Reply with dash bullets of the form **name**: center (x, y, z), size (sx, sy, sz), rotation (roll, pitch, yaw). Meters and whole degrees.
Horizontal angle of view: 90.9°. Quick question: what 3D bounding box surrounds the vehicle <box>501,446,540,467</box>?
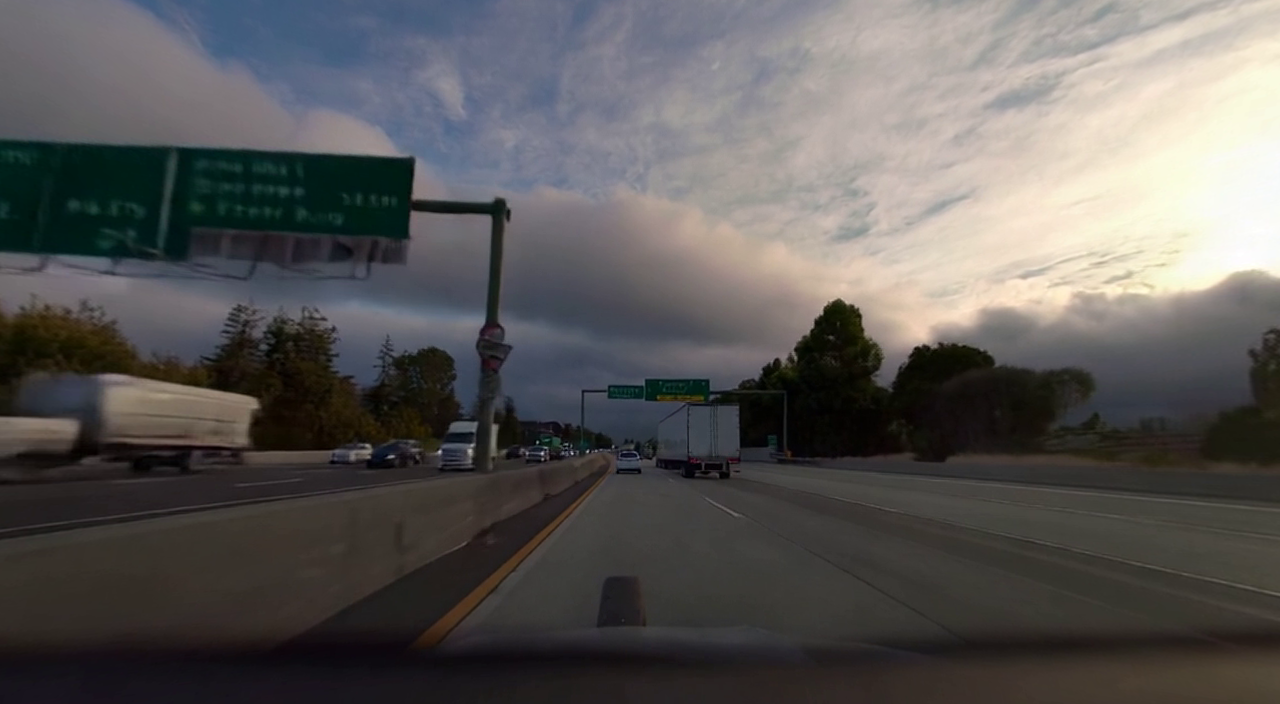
- **vehicle**: center (-8.931, 7.854, 47.582), size (2.013, 1.451, 4.635), rotation (-1, -9, 0)

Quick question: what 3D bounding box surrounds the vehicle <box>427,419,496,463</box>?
- **vehicle**: center (-7.954, 4.066, 28.594), size (2.073, 1.806, 4.773), rotation (0, -9, -4)

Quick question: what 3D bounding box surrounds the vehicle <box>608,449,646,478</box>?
- **vehicle**: center (-0.796, 6.635, 37.584), size (2.111, 1.599, 3.859), rotation (0, -9, -2)

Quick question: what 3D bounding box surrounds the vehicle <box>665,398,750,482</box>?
- **vehicle**: center (3.497, 5.263, 36.801), size (2.931, 4.009, 12.800), rotation (0, -9, -3)

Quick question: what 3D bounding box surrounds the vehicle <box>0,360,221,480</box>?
- **vehicle**: center (-11.846, 1.625, 14.001), size (2.161, 2.281, 4.072), rotation (0, -10, 0)

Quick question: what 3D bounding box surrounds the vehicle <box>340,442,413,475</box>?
- **vehicle**: center (-12.286, 4.998, 29.704), size (1.845, 1.441, 3.969), rotation (0, -9, -2)
